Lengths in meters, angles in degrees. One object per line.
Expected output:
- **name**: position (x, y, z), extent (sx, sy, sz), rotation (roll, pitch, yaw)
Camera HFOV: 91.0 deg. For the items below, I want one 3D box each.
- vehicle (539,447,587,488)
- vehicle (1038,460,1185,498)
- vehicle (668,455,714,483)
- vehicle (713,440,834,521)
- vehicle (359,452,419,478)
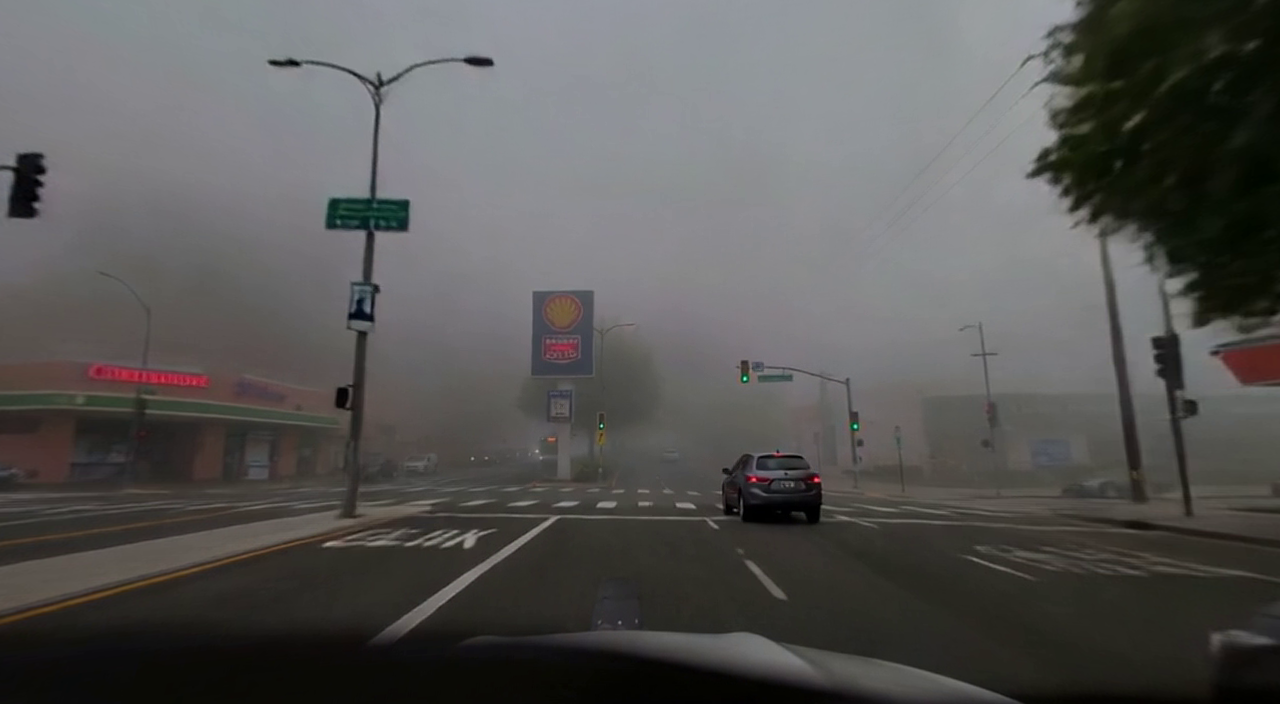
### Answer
- **vehicle**: position (-3.747, 5.776, 31.087), extent (2.189, 1.836, 4.693), rotation (1, -12, -6)
- **vehicle**: position (20.901, 5.648, 28.091), extent (4.727, 1.514, 2.211), rotation (0, -9, 1)
- **vehicle**: position (2.937, 6.883, 37.186), extent (2.282, 1.458, 4.362), rotation (1, -9, 0)
- **vehicle**: position (3.076, 3.049, 15.499), extent (1.999, 1.679, 4.217), rotation (1, -9, -1)
- **vehicle**: position (-17.792, 8.021, 44.917), extent (1.956, 1.634, 5.000), rotation (0, -9, 3)
